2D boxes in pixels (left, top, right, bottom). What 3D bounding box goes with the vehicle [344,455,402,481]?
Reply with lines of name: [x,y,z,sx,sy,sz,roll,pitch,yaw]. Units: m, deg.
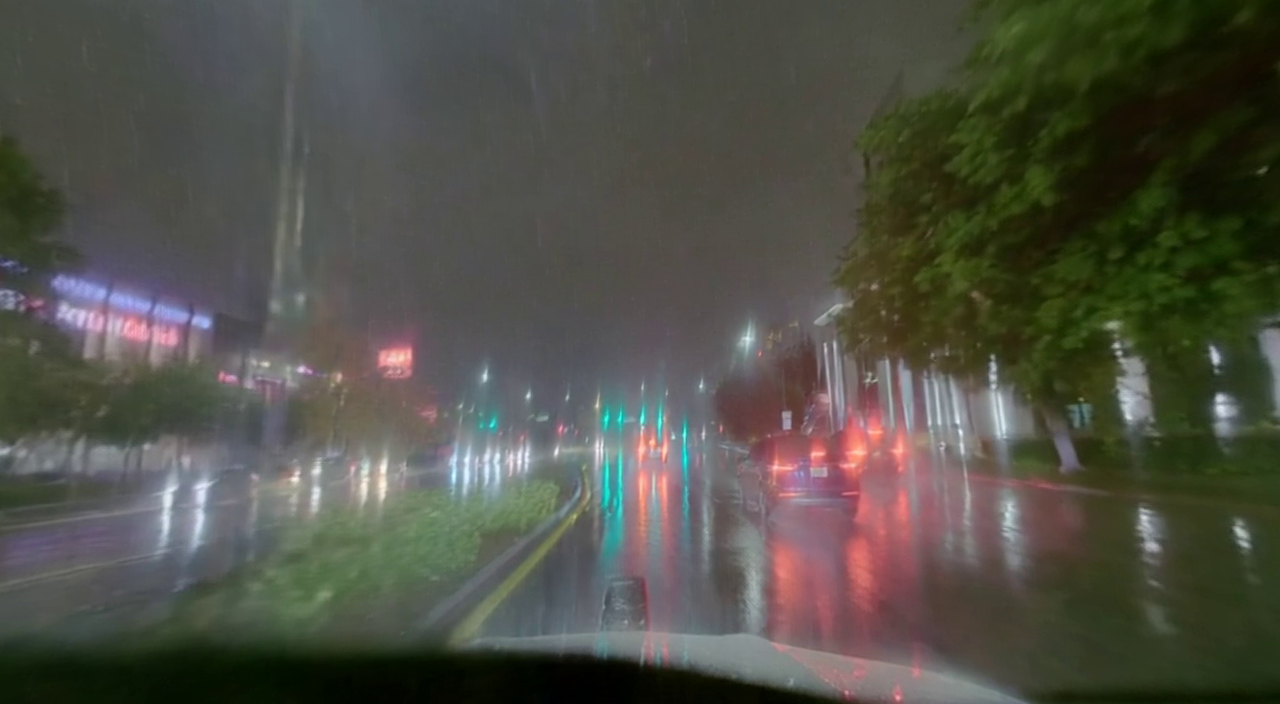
vehicle: [-18.465,8.018,43.797,1.956,1.647,4.643,0,-8,1]

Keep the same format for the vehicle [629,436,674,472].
vehicle: [0.504,5.096,31.608,2.125,1.669,3.880,0,-8,-1]

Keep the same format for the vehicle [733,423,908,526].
vehicle: [3.167,2.262,12.249,1.931,1.591,4.708,0,-8,-1]

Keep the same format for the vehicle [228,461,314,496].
vehicle: [-18.547,6.347,31.938,1.786,1.523,4.309,0,-8,-1]

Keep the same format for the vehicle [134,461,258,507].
vehicle: [-18.565,5.515,26.664,1.853,1.614,4.514,-1,-8,2]

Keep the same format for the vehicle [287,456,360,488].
vehicle: [-18.637,7.067,37.319,2.049,1.678,4.376,0,-8,0]
